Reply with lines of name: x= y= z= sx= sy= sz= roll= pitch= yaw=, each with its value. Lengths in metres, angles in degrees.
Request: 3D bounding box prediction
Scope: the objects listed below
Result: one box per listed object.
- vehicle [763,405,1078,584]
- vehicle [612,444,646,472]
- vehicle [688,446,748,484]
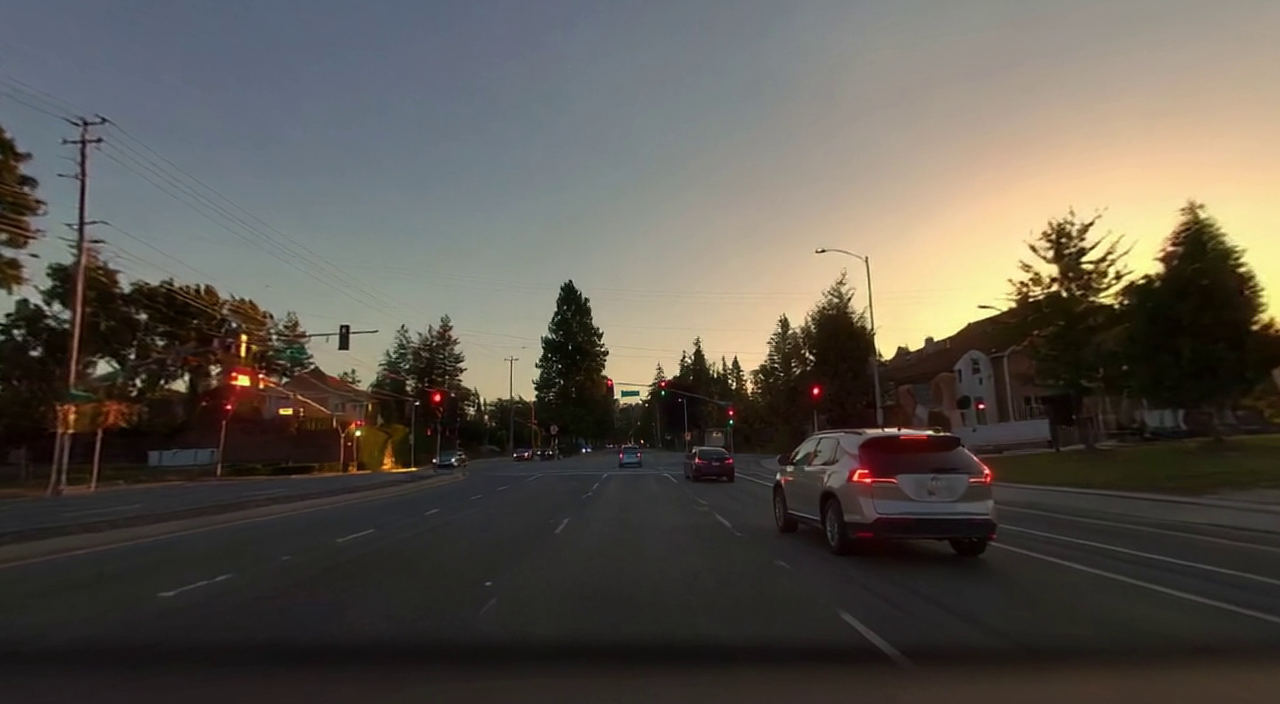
vehicle: x=3.247 y=1.767 z=8.636 sx=2.129 sy=1.761 sz=4.610 roll=0 pitch=-9 yaw=-1
vehicle: x=-0.767 y=7.003 z=41.781 sx=2.146 sy=1.685 sz=4.003 roll=0 pitch=-9 yaw=-2
vehicle: x=3.124 y=4.636 z=26.119 sx=1.889 sy=1.451 sz=4.180 roll=0 pitch=-9 yaw=-1
